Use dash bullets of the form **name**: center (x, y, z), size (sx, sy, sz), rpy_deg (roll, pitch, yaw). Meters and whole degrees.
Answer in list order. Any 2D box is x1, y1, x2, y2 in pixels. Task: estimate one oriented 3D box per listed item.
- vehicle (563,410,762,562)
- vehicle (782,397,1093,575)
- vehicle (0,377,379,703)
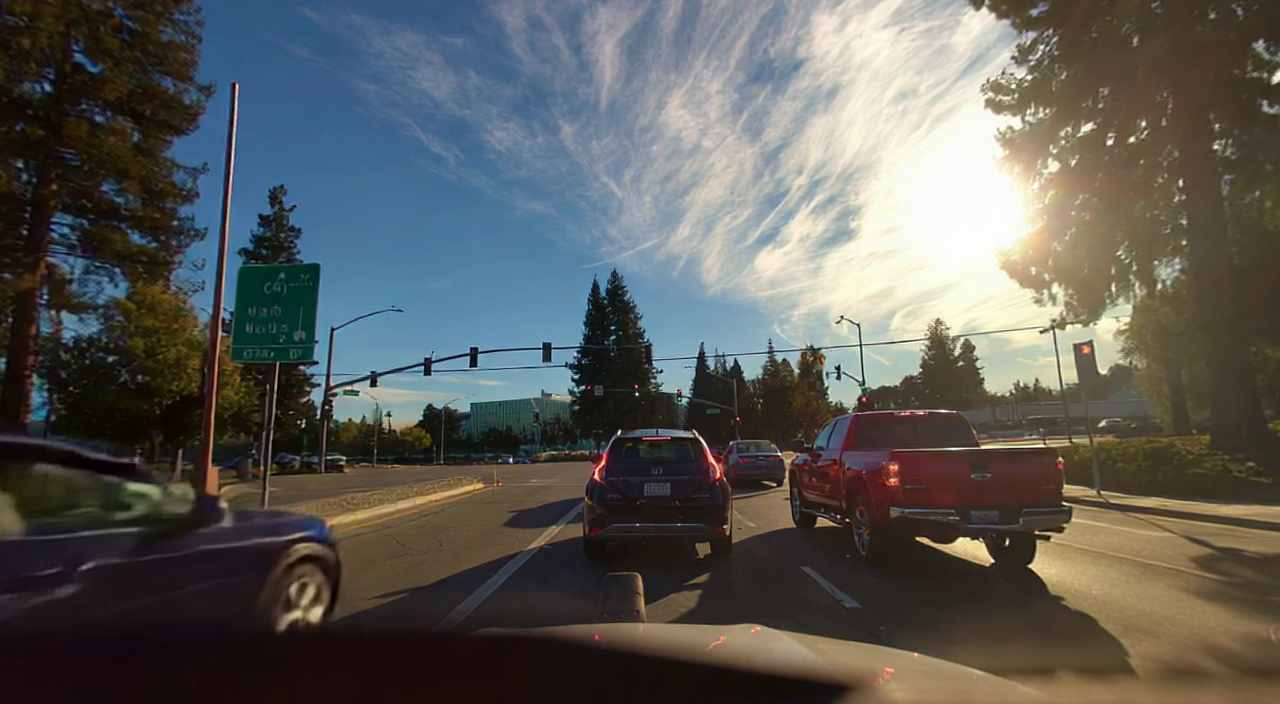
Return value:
- **vehicle**: center (0.253, 1.769, 8.978), size (2.168, 1.641, 4.039), rpy_deg (0, -8, 0)
- **vehicle**: center (3.393, 1.629, 8.376), size (2.099, 1.725, 4.290), rpy_deg (0, -8, 1)
- **vehicle**: center (-2.948, 0.825, 1.799), size (2.133, 1.496, 5.150), rpy_deg (0, -8, 1)
